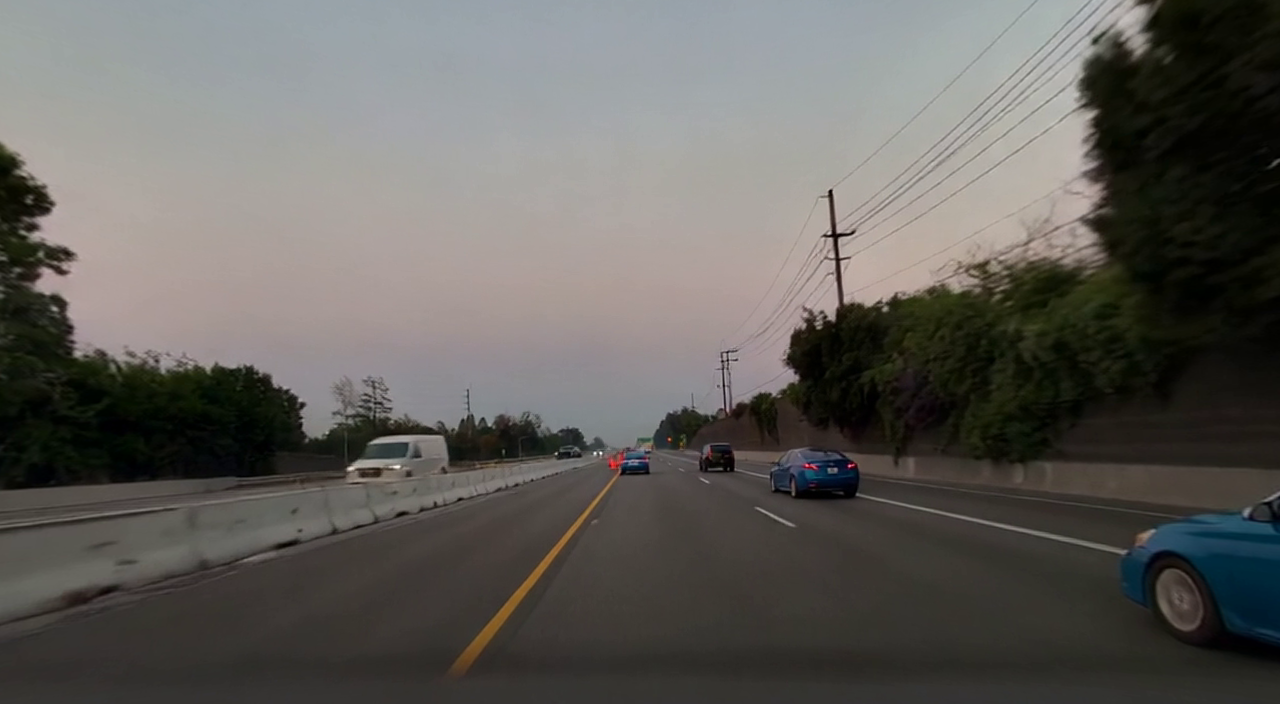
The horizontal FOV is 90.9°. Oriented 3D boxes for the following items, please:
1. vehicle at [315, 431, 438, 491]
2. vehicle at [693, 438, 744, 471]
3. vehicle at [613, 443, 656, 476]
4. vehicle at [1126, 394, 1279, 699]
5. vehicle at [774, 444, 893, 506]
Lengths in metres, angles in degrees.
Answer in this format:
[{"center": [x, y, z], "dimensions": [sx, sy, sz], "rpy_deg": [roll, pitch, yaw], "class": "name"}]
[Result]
[{"center": [-8.758, 3.658, 21.535], "dimensions": [2.066, 1.811, 4.683], "rpy_deg": [0, -8, 2], "class": "vehicle"}, {"center": [4.929, 6.557, 40.492], "dimensions": [2.559, 1.943, 5.610], "rpy_deg": [0, -8, 1], "class": "vehicle"}, {"center": [-0.244, 5.482, 32.471], "dimensions": [2.096, 1.583, 4.150], "rpy_deg": [0, -8, 1], "class": "vehicle"}, {"center": [4.320, 0.820, 1.964], "dimensions": [1.997, 1.568, 4.529], "rpy_deg": [0, -8, 0], "class": "vehicle"}, {"center": [4.920, 3.166, 16.688], "dimensions": [1.881, 1.409, 4.016], "rpy_deg": [0, -8, 0], "class": "vehicle"}]
